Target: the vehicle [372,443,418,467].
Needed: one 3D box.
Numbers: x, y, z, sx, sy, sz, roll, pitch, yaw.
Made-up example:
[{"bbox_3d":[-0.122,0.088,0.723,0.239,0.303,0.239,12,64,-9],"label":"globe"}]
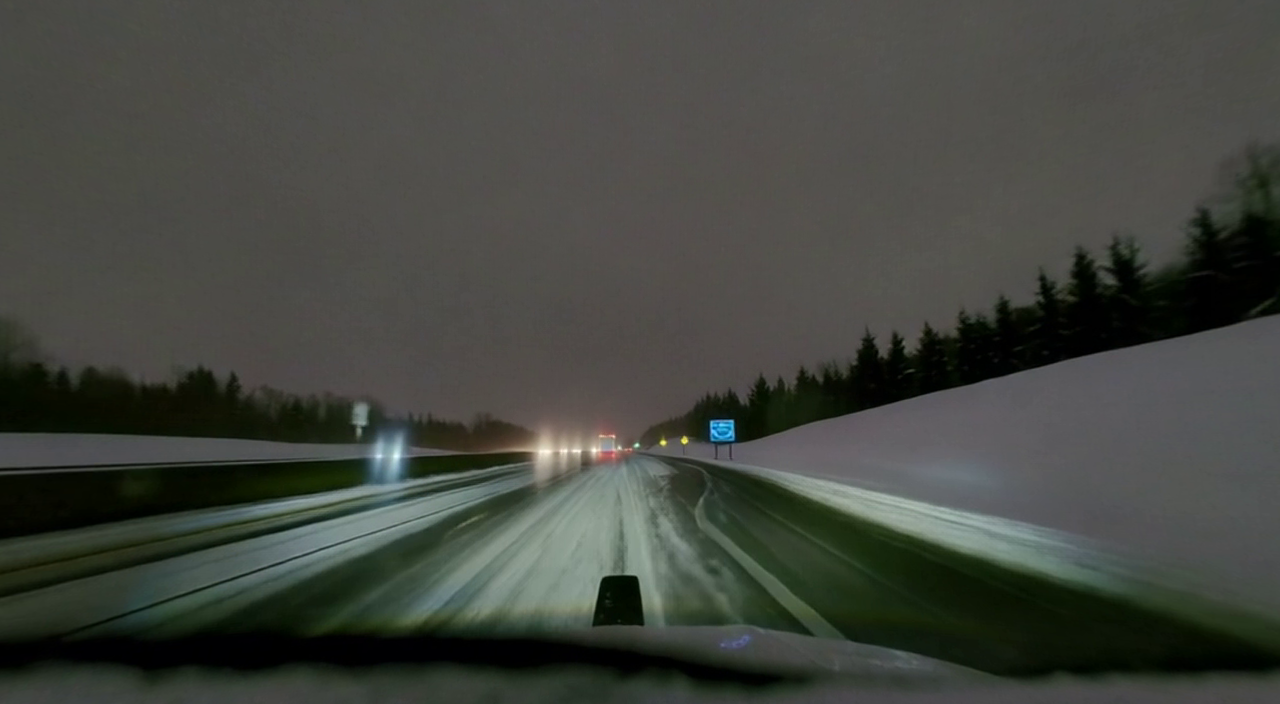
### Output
[{"bbox_3d":[-19.361,8.128,49.855,1.982,1.775,4.245,0,-9,-2],"label":"vehicle"}]
